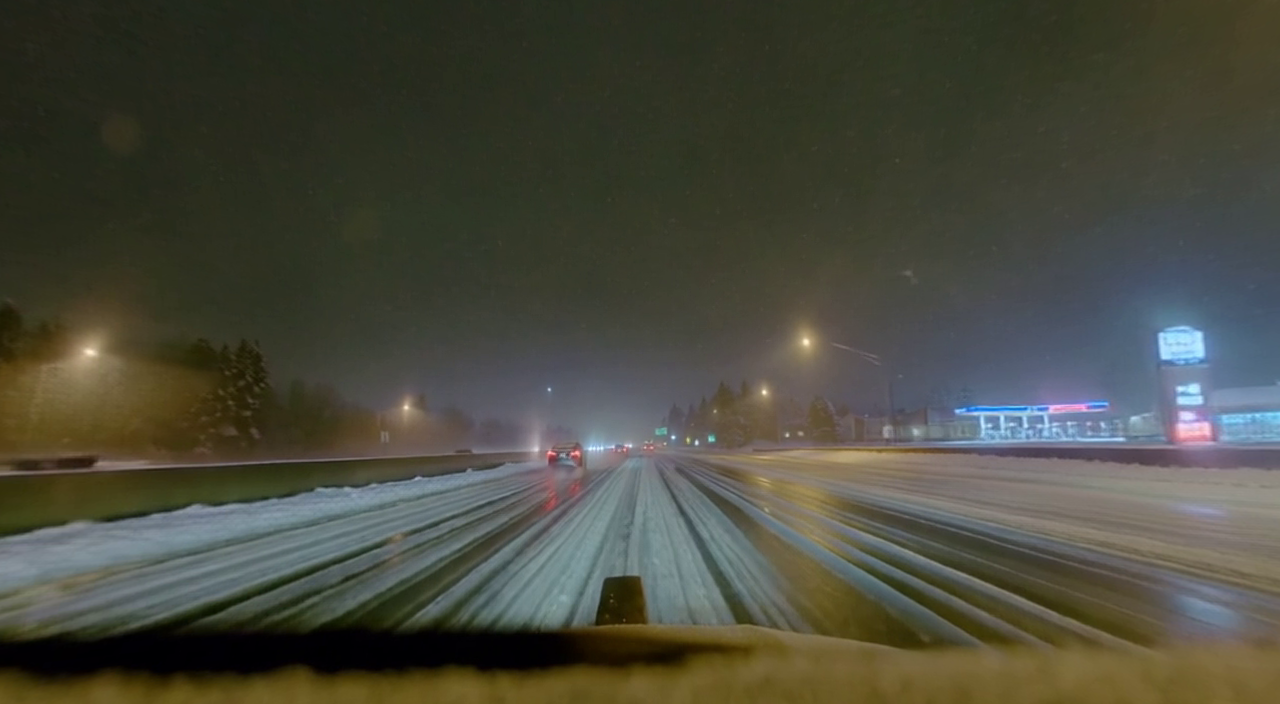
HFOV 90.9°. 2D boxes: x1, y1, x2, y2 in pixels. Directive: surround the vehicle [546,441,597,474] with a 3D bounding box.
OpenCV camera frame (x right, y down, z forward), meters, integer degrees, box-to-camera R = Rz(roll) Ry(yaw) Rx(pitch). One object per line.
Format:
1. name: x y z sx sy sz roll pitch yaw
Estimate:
1. vehicle: -3.420 5.355 32.260 2.114 1.510 4.186 -1 -8 1
